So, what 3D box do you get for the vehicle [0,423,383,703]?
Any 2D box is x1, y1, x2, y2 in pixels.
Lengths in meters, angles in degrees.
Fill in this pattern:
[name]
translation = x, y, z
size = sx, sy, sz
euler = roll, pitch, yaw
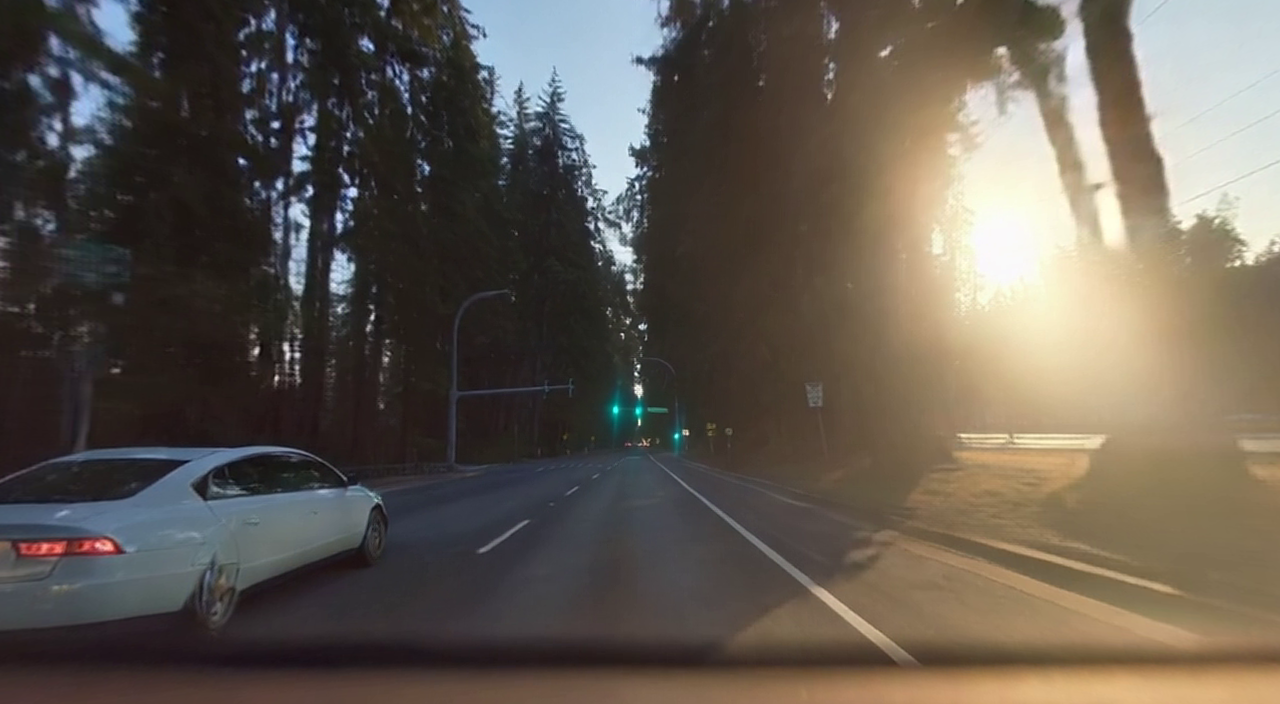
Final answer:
[vehicle]
translation = -4.009, 1.380, 5.267
size = 1.946, 1.437, 4.154
euler = 0, -8, 0
